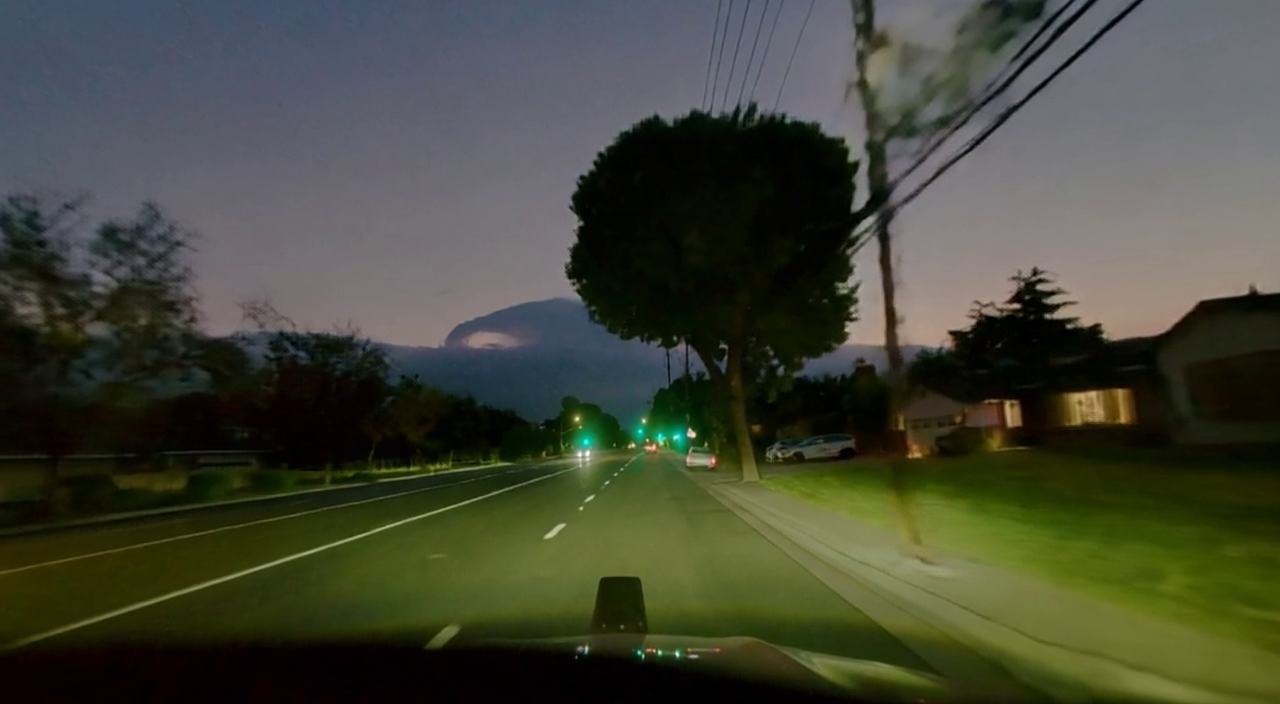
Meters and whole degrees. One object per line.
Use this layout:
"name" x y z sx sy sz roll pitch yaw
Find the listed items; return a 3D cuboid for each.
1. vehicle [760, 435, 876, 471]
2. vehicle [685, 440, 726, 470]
"vehicle" 8.040 4.586 28.793 4.719 1.556 1.869 0 -9 0
"vehicle" 4.397 7.004 43.008 2.228 1.885 4.854 0 -8 0
